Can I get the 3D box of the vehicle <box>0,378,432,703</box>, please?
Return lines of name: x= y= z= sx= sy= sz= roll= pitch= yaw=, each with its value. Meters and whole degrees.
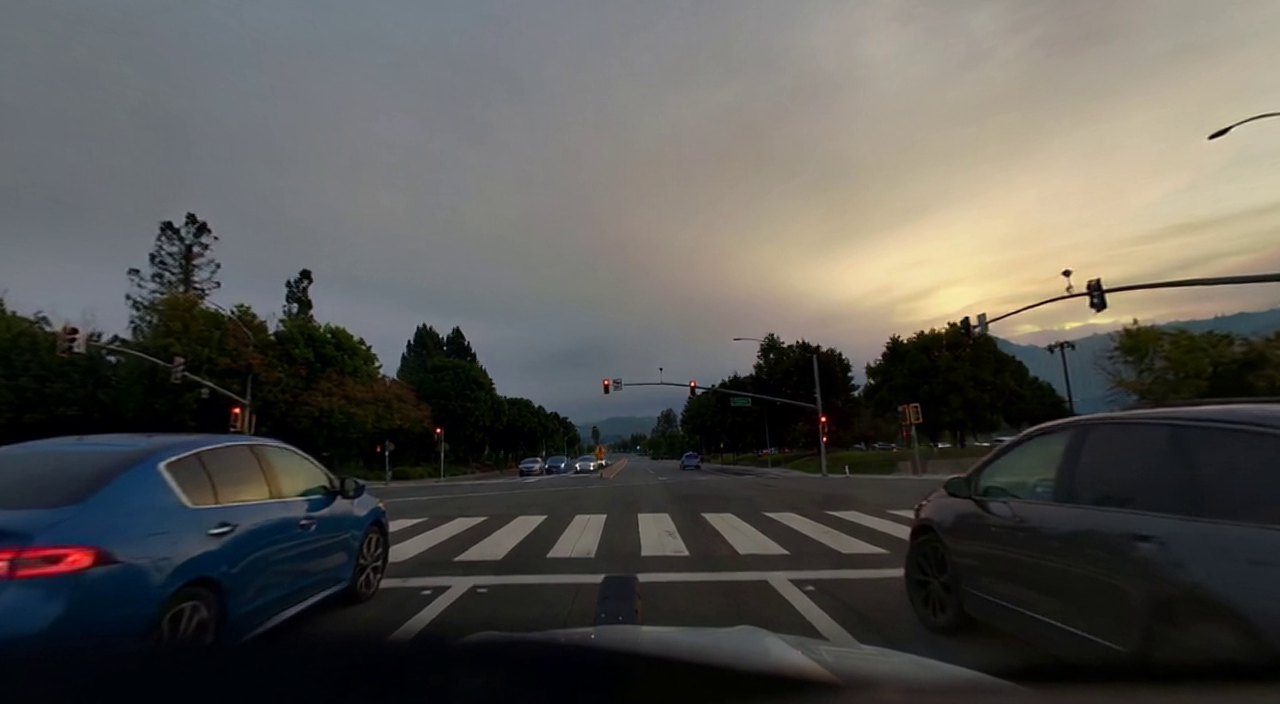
vehicle: x=-3.011 y=1.122 z=4.107 sx=1.969 sy=1.513 sz=3.773 roll=0 pitch=-8 yaw=1

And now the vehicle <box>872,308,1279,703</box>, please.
vehicle: x=2.873 y=0.838 z=2.628 sx=2.099 sy=1.671 sz=4.491 roll=0 pitch=-8 yaw=0
